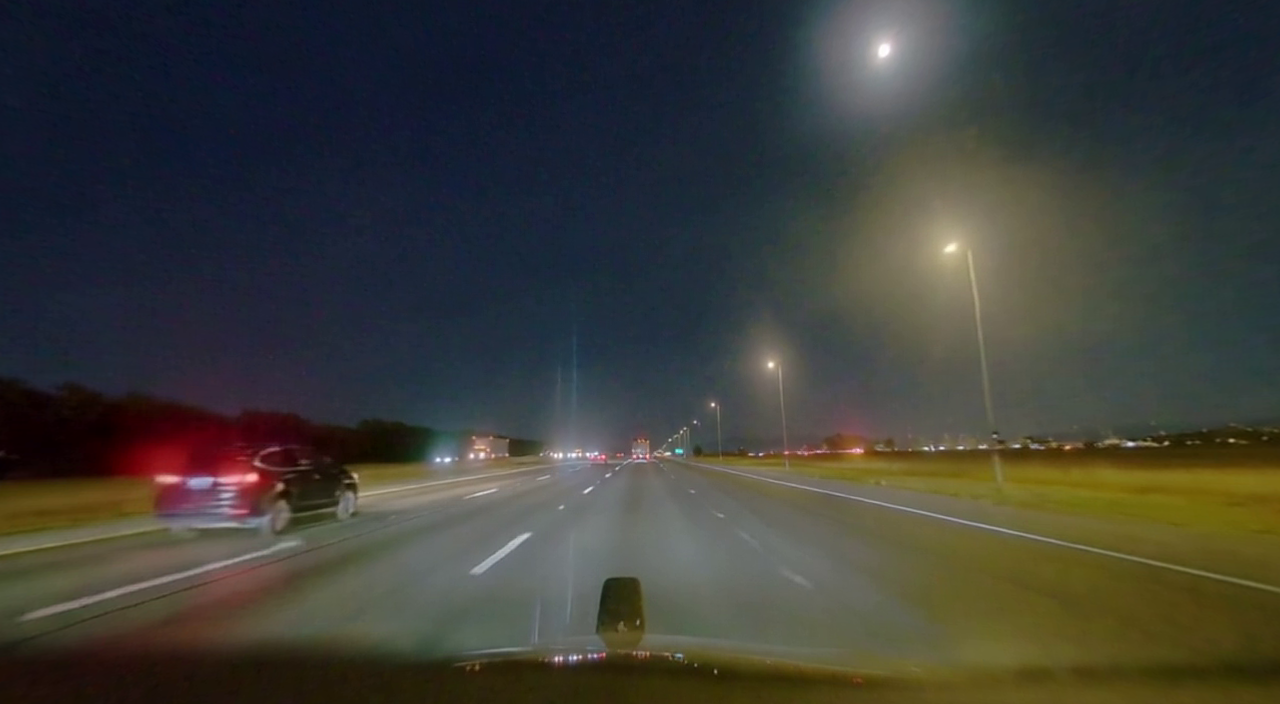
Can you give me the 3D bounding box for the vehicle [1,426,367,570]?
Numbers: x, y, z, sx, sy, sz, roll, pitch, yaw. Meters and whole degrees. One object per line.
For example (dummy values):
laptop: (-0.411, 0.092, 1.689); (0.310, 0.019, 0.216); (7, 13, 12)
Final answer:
vehicle: (-6.492, 2.121, 9.940); (2.234, 1.698, 4.634); (0, -9, 1)
